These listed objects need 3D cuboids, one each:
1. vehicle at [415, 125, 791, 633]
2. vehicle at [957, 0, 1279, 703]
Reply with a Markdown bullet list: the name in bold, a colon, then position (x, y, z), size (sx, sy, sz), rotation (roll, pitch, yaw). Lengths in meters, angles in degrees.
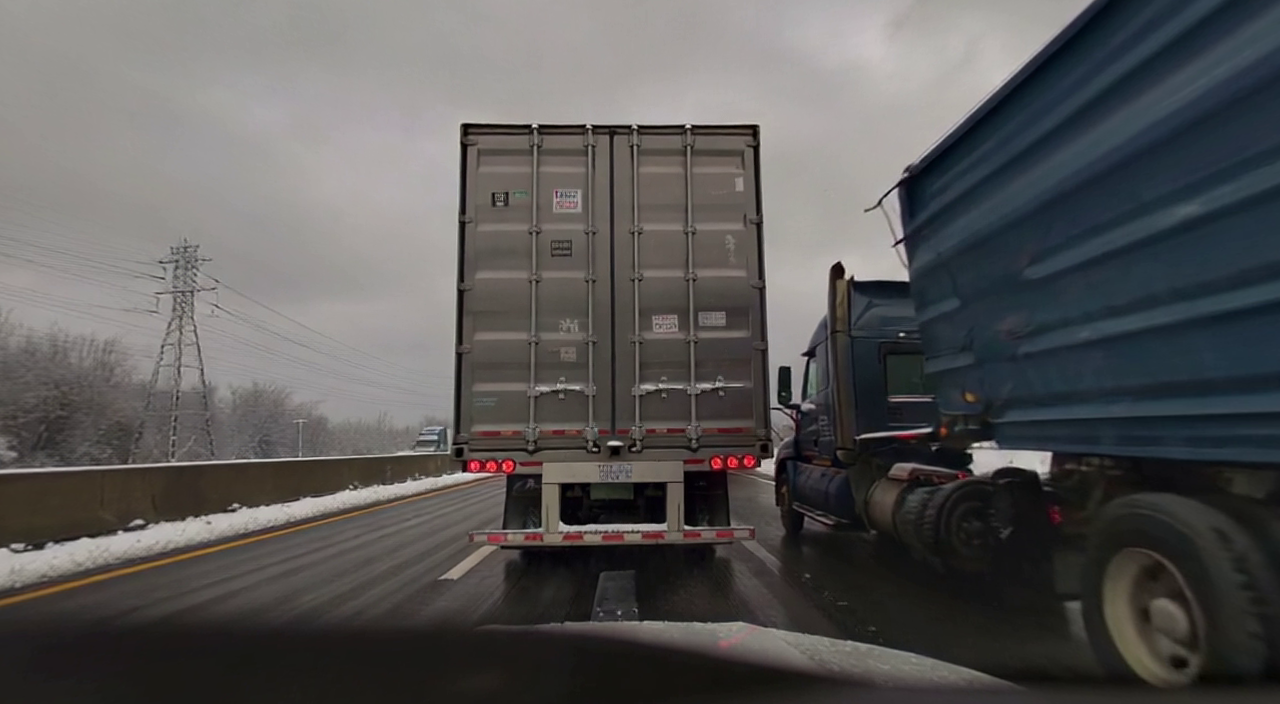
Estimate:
- **vehicle**: position (-0.295, 0.978, 11.030), size (2.841, 4.071, 12.046), rotation (0, -8, 0)
- **vehicle**: position (3.578, -0.486, 0.152), size (2.955, 3.777, 7.403), rotation (0, -8, -1)
